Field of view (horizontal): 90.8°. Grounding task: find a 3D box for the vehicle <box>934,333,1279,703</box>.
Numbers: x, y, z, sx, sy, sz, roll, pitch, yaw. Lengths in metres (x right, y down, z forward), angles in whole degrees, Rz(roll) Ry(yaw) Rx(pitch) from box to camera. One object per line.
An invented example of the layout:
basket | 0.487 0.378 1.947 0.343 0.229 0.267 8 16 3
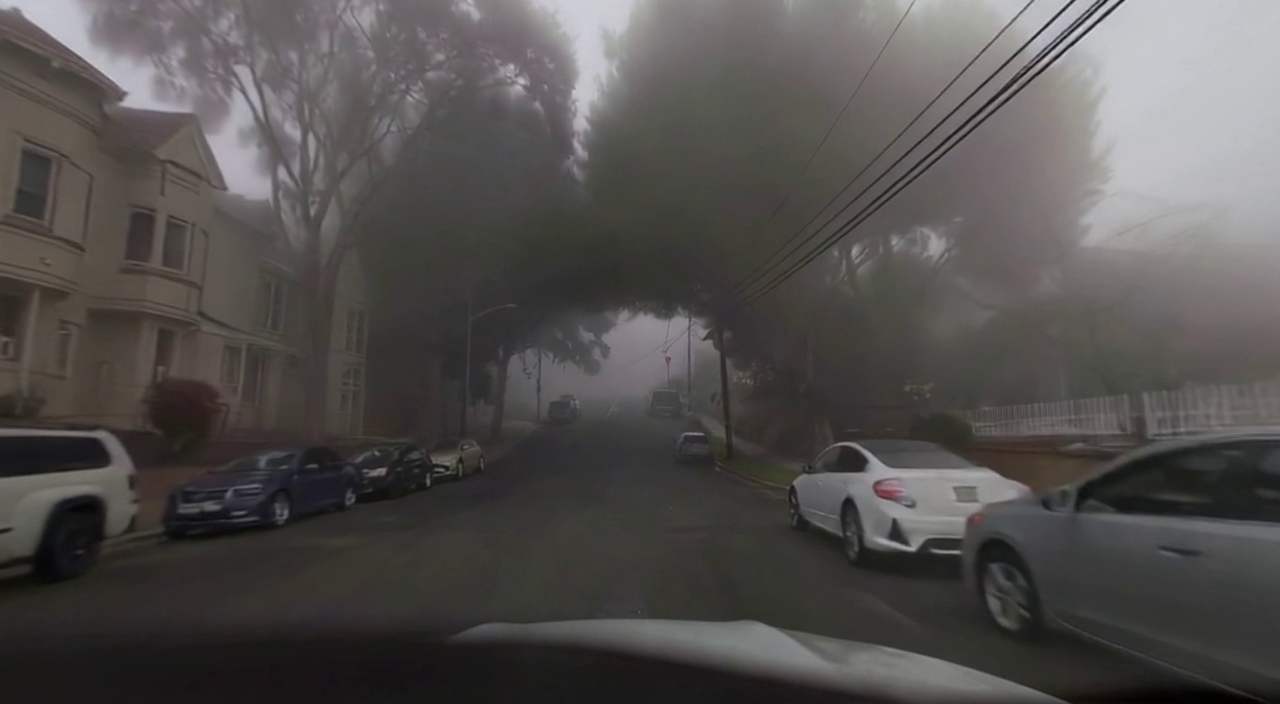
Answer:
vehicle | 3.428 0.863 2.828 1.952 1.738 4.518 0 -8 -1

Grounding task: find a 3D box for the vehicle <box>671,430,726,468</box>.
vehicle | 2.628 4.488 29.429 1.966 1.620 4.187 0 -8 -3

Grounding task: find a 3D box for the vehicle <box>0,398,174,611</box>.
vehicle | -6.192 1.214 4.890 1.830 1.750 4.502 1 -8 -2

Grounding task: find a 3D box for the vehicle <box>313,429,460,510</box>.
vehicle | -6.137 2.824 16.015 1.922 1.569 4.677 -1 -5 -1

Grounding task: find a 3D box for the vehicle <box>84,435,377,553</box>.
vehicle | -6.296 2.174 10.535 1.909 1.490 4.439 -1 -8 0
